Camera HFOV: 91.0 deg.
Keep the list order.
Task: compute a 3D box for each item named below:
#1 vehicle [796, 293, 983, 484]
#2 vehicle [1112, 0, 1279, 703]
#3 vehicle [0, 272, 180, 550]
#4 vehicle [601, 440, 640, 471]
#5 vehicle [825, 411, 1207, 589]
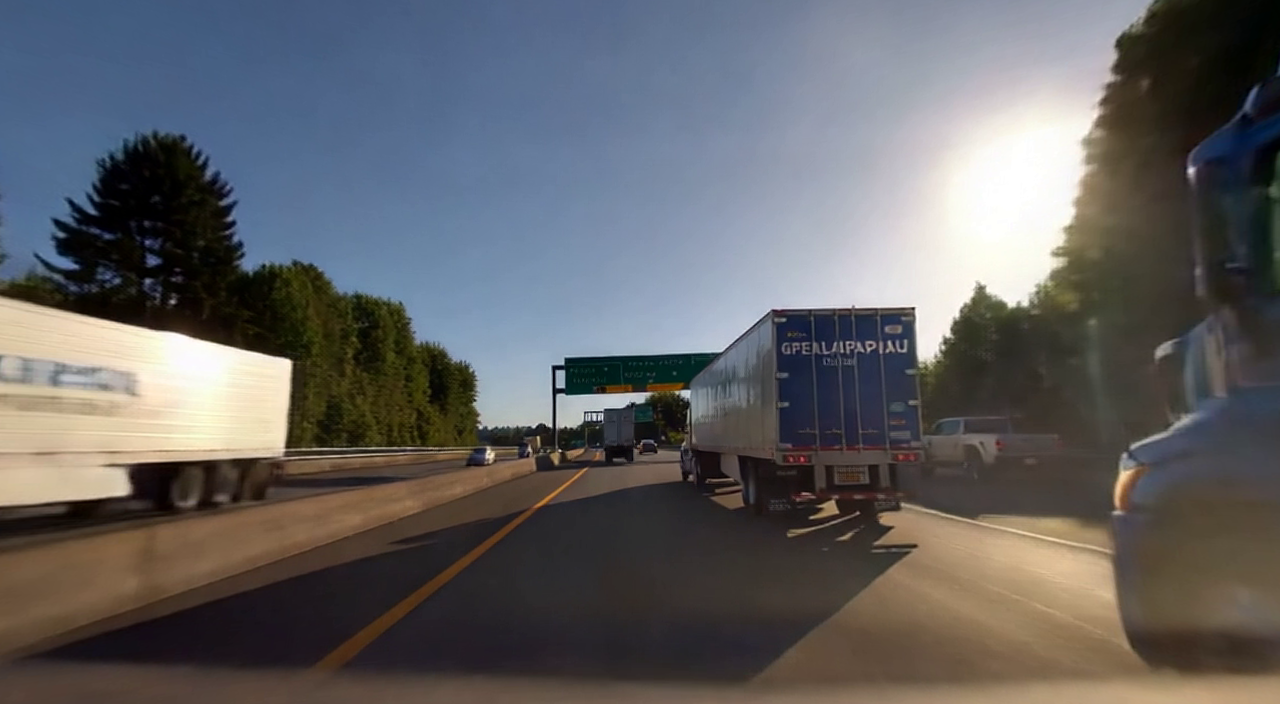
[{"bbox_3d":[4.210,0.688,11.057,2.244,3.047,2.035,0,-8,-2],"label":"vehicle"},{"bbox_3d":[4.047,-0.403,0.143,2.951,3.857,5.902,0,-8,-2],"label":"vehicle"},{"bbox_3d":[-12.264,0.722,8.590,2.972,4.669,12.286,0,-8,-2],"label":"vehicle"},{"bbox_3d":[-1.010,5.340,32.648,1.943,1.491,3.459,0,-8,-1],"label":"vehicle"},{"bbox_3d":[4.531,1.557,7.517,4.253,1.543,2.045,4,-9,-31],"label":"vehicle"}]
